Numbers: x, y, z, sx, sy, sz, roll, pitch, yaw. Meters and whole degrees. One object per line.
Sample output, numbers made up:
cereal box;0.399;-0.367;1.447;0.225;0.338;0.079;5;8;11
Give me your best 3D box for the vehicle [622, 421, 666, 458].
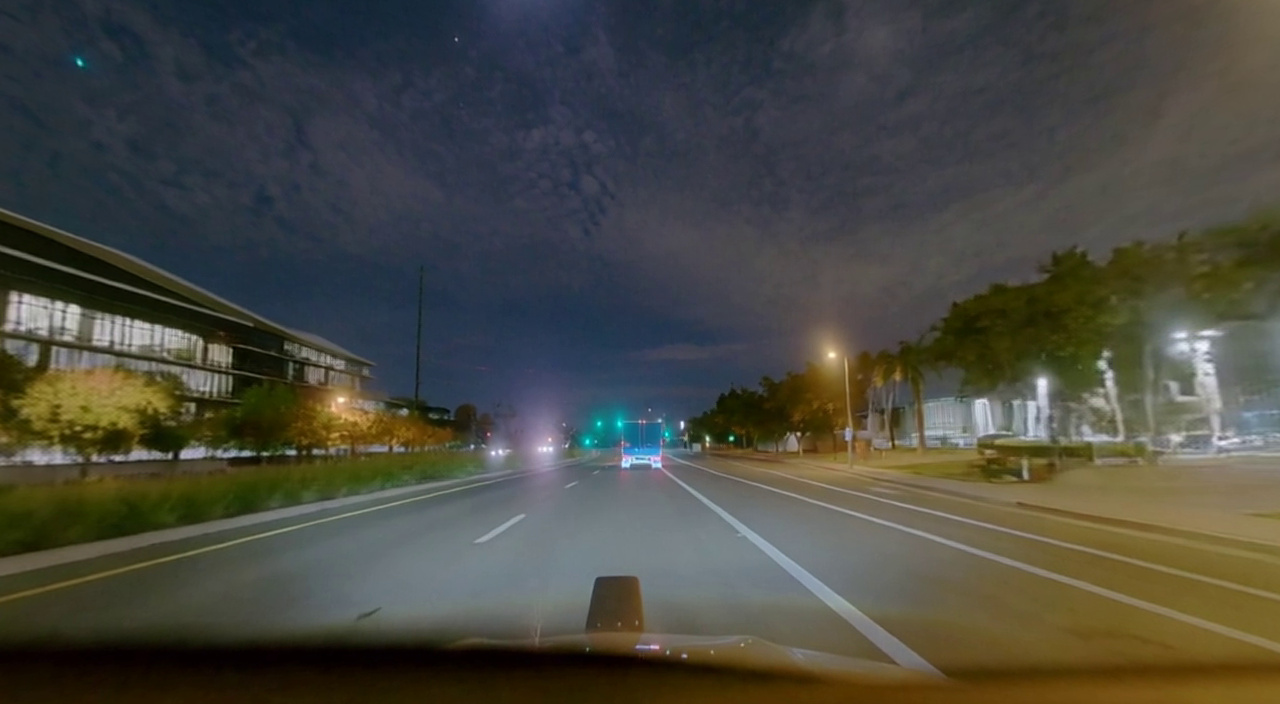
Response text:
vehicle;0.122;4.779;34.407;2.178;1.829;4.932;0;-8;-2
